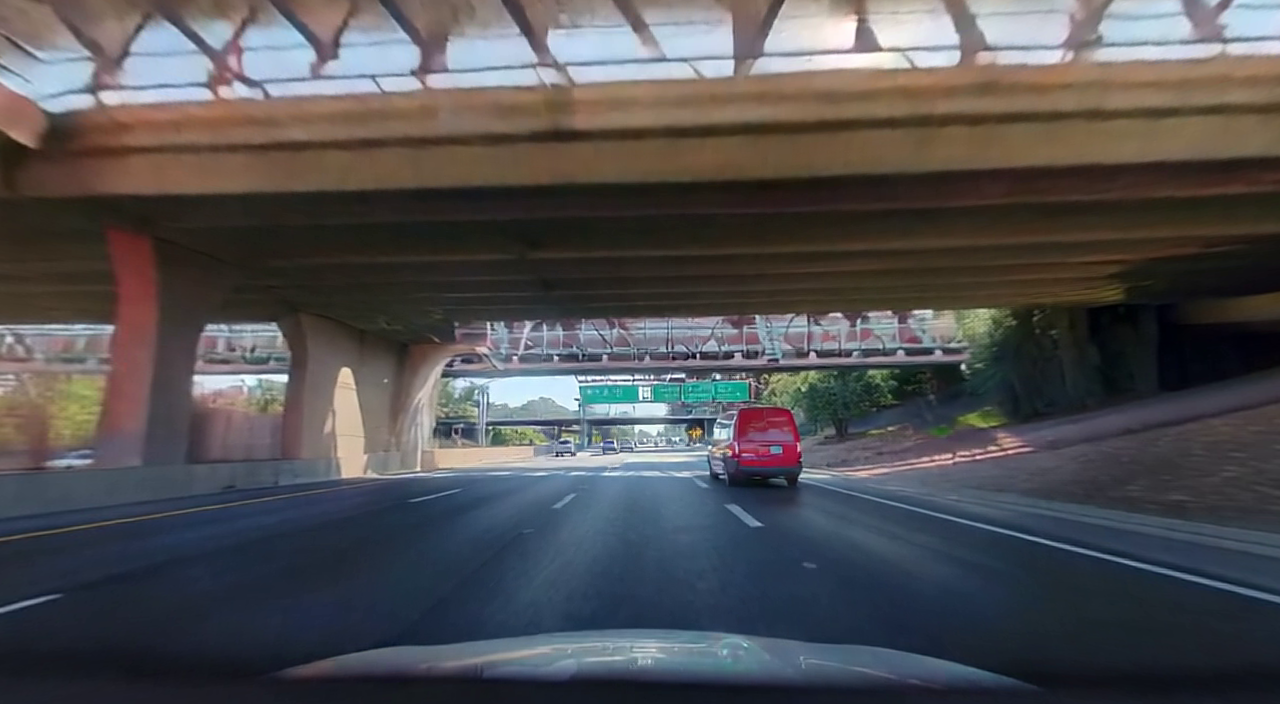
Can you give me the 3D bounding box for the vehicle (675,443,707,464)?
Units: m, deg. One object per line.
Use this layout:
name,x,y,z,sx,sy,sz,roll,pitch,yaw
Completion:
vehicle,3.698,7.420,46.437,1.883,1.456,4.044,0,-8,-1

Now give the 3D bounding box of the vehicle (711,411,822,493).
vehicle,3.791,3.148,20.148,2.347,2.234,5.352,0,-9,-1

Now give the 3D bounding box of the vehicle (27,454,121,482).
vehicle,-38.583,7.879,43.151,1.946,1.686,4.798,0,-8,0
